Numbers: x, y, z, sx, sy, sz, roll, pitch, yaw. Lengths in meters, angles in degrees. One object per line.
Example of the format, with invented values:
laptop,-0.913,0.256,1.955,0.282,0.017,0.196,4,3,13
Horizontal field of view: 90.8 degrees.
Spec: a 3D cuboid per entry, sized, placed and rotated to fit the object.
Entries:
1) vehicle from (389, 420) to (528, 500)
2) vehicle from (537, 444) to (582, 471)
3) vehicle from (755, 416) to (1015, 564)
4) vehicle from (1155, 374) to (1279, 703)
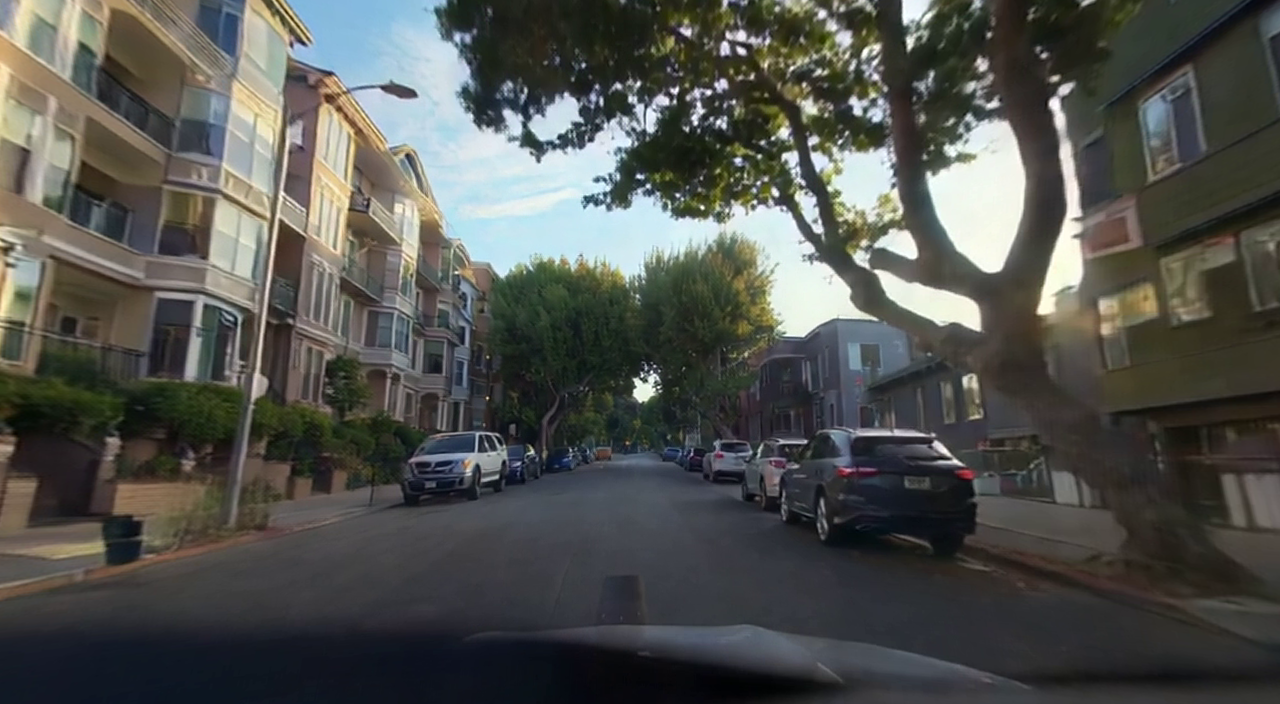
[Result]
vehicle,-5.530,3.495,20.333,2.596,2.152,5.689,-1,-10,2
vehicle,-5.450,7.266,43.627,2.222,1.735,5.215,-1,-8,2
vehicle,3.473,2.073,10.357,2.216,1.790,5.077,0,-8,0
vehicle,3.641,0.631,0.494,2.184,1.661,4.940,0,-8,-2
